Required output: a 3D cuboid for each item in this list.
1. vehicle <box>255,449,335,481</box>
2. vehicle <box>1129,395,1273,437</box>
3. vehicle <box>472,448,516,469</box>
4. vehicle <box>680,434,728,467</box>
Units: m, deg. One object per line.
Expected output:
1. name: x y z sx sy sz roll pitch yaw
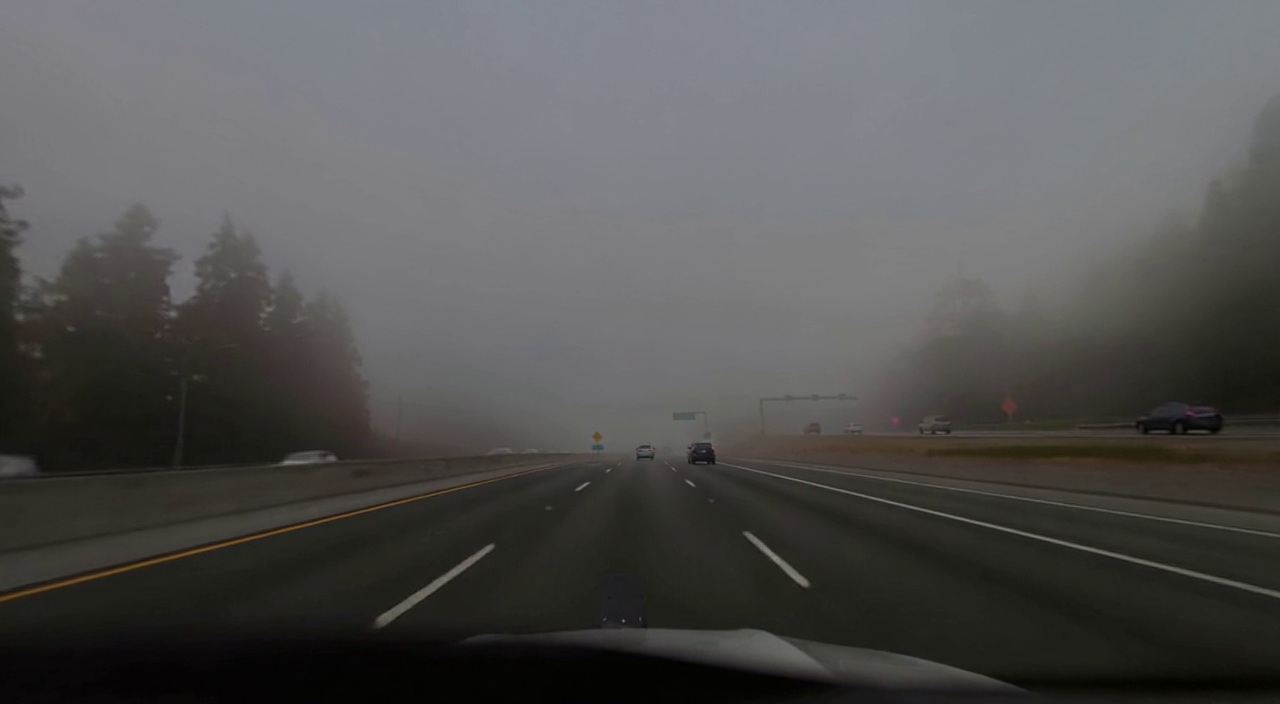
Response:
1. vehicle: -19.146 6.286 35.250 1.962 1.620 4.332 0 -8 1
2. vehicle: 22.355 2.654 25.430 1.872 1.459 4.502 -1 -8 4
3. vehicle: -10.698 7.825 46.539 1.954 1.477 4.834 0 -8 2
4. vehicle: 4.122 6.506 41.883 2.505 2.020 5.532 0 -8 -1
